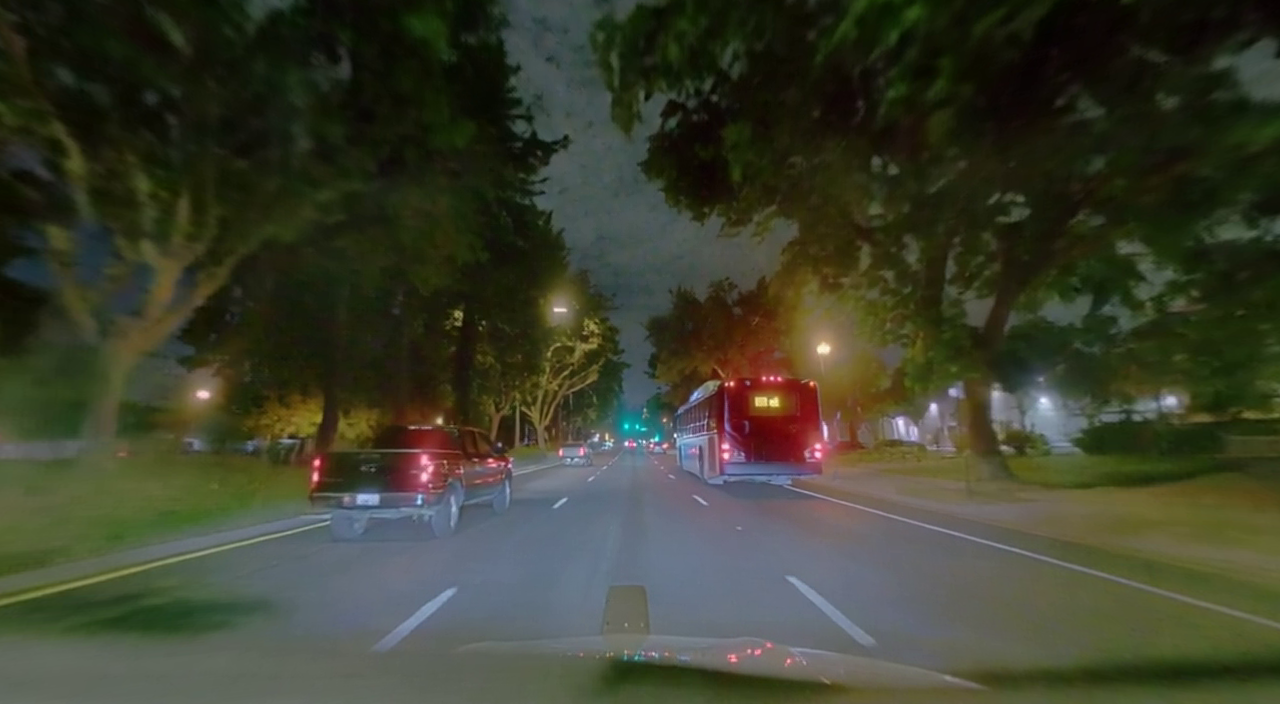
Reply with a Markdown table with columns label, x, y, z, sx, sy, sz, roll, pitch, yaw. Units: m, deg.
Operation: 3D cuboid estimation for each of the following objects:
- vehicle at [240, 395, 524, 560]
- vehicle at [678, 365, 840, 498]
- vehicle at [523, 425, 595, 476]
| label | x | y | z | sx | sy | sz | roll | pitch | yaw |
| --- | --- | --- | --- | --- | --- | --- | --- | --- | --- |
| vehicle | -3.408 | 1.795 | 9.763 | 2.074 | 1.849 | 5.137 | 0 | -8 | 2 |
| vehicle | 3.286 | 2.849 | 21.804 | 3.059 | 3.264 | 12.623 | 0 | -8 | 0 |
| vehicle | -3.478 | 4.430 | 28.487 | 2.513 | 2.066 | 5.820 | 0 | -8 | 0 |
